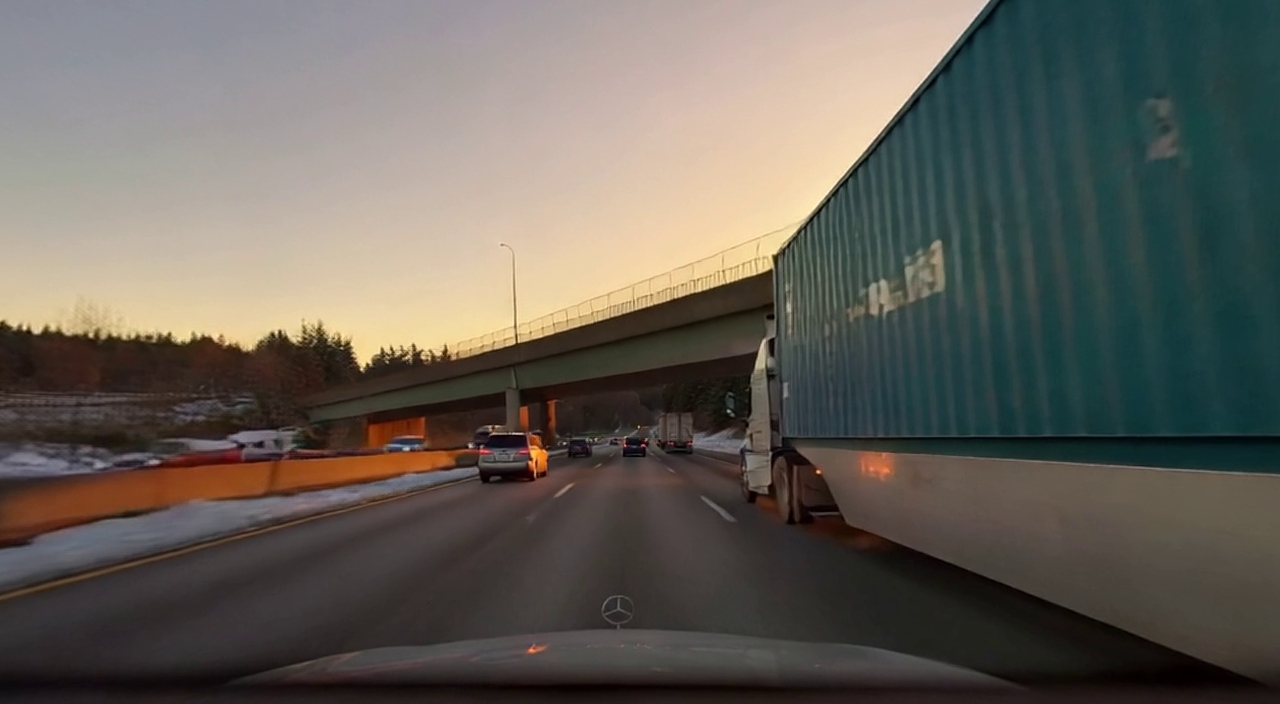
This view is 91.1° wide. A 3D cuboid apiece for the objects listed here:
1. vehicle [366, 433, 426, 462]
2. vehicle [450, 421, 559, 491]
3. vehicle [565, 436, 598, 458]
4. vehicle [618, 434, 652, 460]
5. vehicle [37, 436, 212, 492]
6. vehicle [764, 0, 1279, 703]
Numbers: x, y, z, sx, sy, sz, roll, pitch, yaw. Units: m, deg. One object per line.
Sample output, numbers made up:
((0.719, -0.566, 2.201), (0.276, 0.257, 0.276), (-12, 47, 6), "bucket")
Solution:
((-15.938, 6.245, 41.340), (2.066, 1.729, 4.770), (0, -8, 0), "vehicle")
((-3.563, 2.814, 17.468), (2.054, 1.671, 4.445), (0, -8, 0), "vehicle")
((-4.190, 6.882, 45.920), (2.021, 1.514, 4.190), (0, -8, 0), "vehicle")
((-0.376, 6.198, 41.256), (2.088, 1.567, 4.240), (0, -8, -1), "vehicle")
((-15.605, 3.371, 19.380), (1.840, 1.512, 4.173), (0, -8, 0), "vehicle")
((3.786, -0.168, 3.673), (2.959, 4.058, 14.485), (0, -8, -1), "vehicle")
